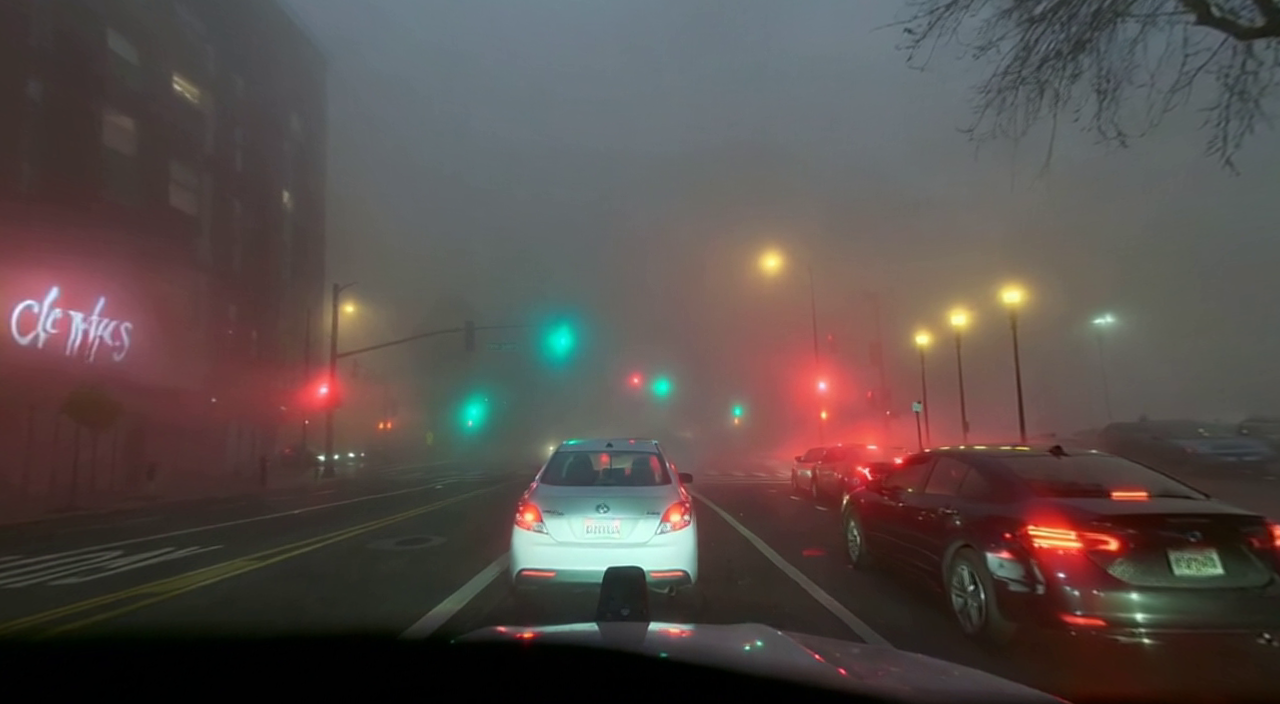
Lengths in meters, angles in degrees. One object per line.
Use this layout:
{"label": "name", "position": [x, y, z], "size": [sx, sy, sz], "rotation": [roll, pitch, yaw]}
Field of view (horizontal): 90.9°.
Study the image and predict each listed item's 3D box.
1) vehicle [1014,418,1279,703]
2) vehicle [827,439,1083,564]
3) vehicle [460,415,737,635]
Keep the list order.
{"label": "vehicle", "position": [3.176, 0.824, 1.150], "size": [2.006, 1.496, 4.767], "rotation": [0, -8, -1]}
{"label": "vehicle", "position": [4.527, 2.157, 10.045], "size": [1.912, 1.505, 4.618], "rotation": [-1, -8, 3]}
{"label": "vehicle", "position": [-0.284, 1.456, 6.237], "size": [1.888, 1.489, 3.703], "rotation": [0, -8, 0]}
